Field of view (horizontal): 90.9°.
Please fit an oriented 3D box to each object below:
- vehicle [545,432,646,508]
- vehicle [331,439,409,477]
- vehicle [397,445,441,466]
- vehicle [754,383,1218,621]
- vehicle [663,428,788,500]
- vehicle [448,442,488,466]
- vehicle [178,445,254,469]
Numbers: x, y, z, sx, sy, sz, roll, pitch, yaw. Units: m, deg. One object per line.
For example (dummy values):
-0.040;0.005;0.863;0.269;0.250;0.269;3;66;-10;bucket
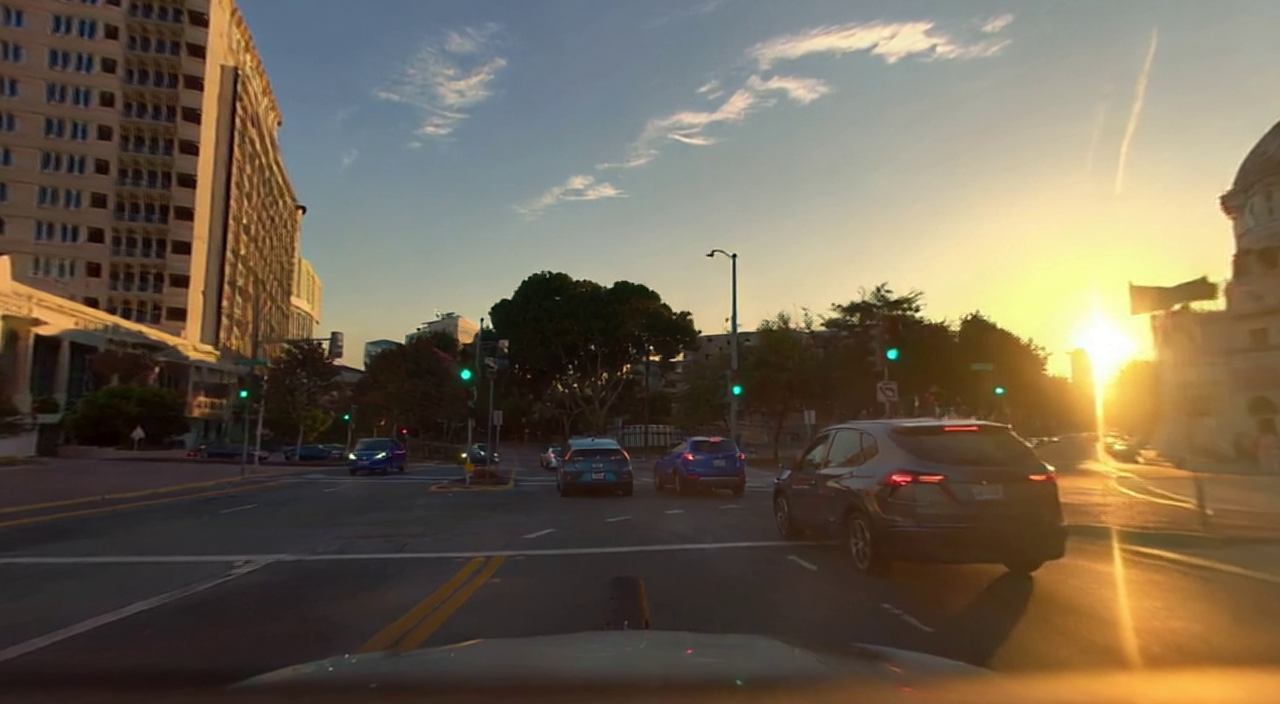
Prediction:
-1.254;2.891;15.895;2.132;1.632;3.889;1;-9;-10;vehicle
-13.035;5.114;30.750;2.303;1.692;4.571;1;-9;-8;vehicle
-16.322;7.633;46.707;2.013;1.466;4.430;0;-9;-6;vehicle
3.104;1.487;7.296;2.320;1.772;4.872;0;-9;-4;vehicle
2.174;3.043;17.529;2.103;1.710;4.396;1;-9;-11;vehicle
-12.331;7.366;45.557;2.092;1.629;4.133;0;-9;-6;vehicle
-29.078;7.157;43.244;4.653;1.459;2.228;-4;-9;27;vehicle
